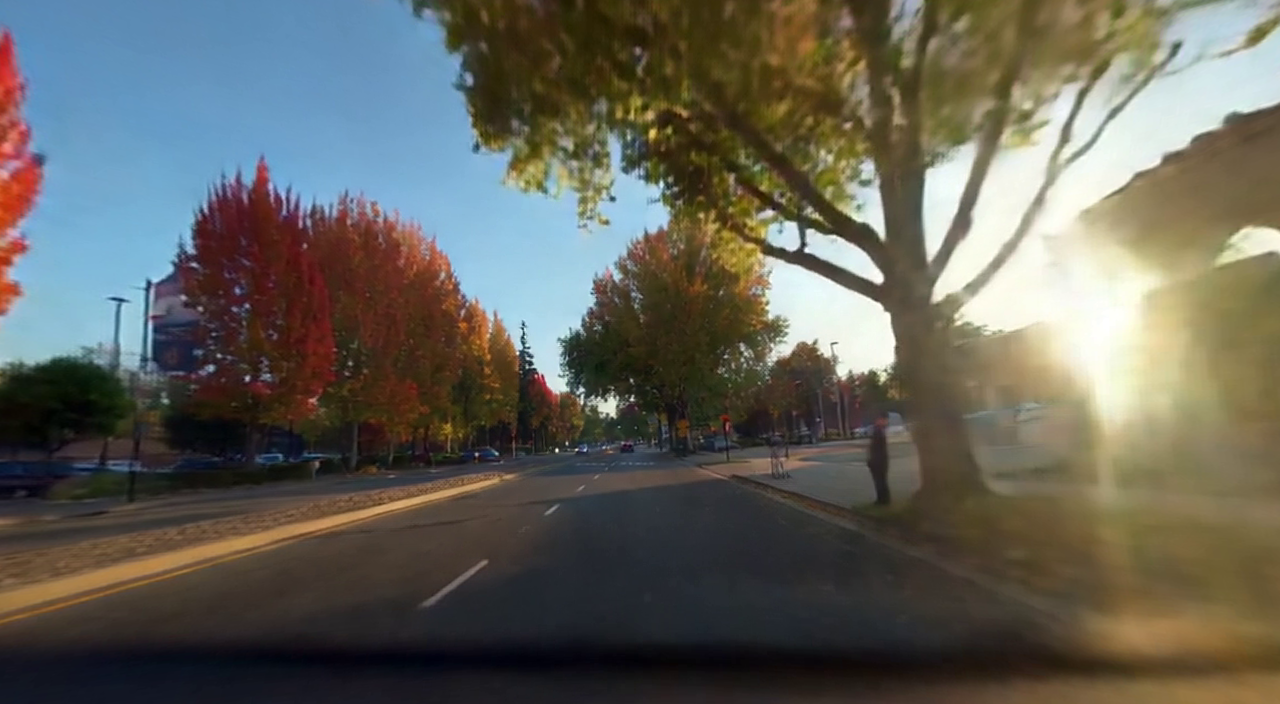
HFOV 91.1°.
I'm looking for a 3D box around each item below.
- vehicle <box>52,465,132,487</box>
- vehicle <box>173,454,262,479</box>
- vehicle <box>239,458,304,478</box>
[{"bbox_3d":[-40.975,9.265,46.983,4.138,1.508,1.822,0,-9,-2],"label":"vehicle"},{"bbox_3d":[-28.553,7.756,42.529,4.552,1.576,2.005,0,-9,2],"label":"vehicle"},{"bbox_3d":[-28.148,8.873,47.997,3.844,1.448,1.746,0,-9,1],"label":"vehicle"}]
